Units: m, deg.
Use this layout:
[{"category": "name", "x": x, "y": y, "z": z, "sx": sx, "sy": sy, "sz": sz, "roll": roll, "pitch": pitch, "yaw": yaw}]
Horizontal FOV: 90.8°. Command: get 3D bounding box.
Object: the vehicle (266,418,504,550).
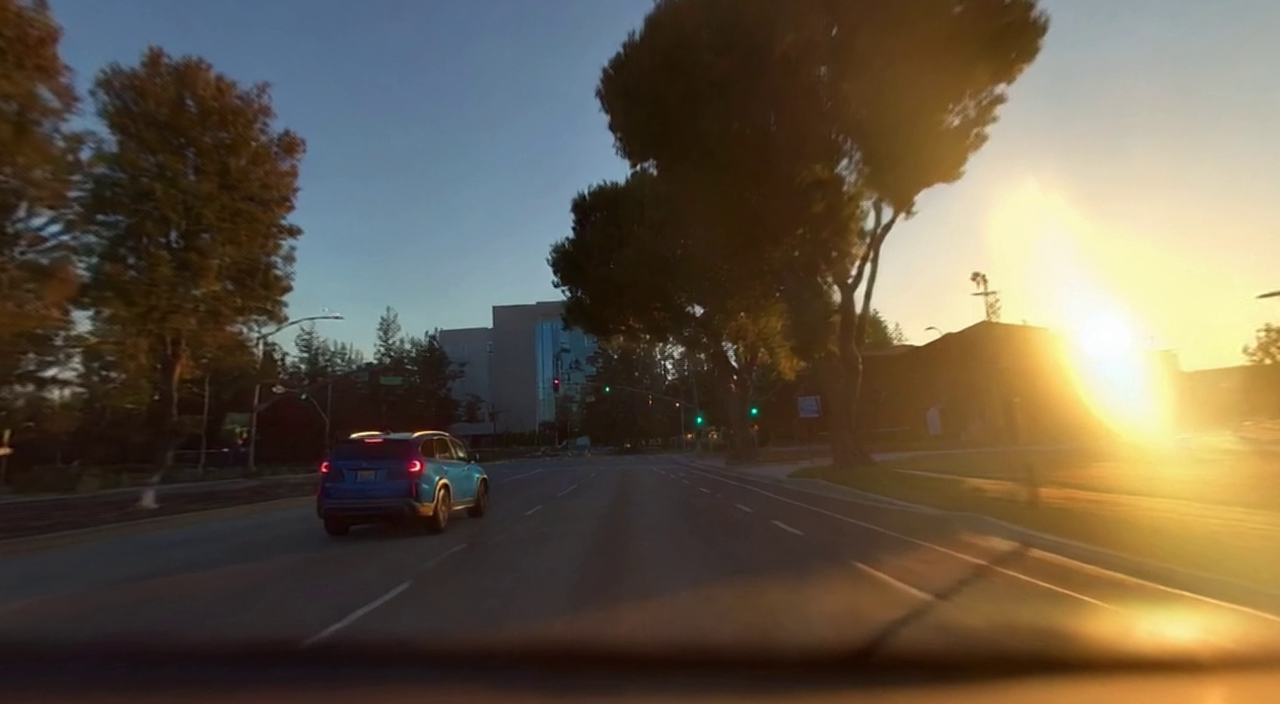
[{"category": "vehicle", "x": -3.844, "y": 2.081, "z": 10.595, "sx": 2.121, "sy": 1.724, "sz": 4.392, "roll": 0, "pitch": -9, "yaw": 0}]
